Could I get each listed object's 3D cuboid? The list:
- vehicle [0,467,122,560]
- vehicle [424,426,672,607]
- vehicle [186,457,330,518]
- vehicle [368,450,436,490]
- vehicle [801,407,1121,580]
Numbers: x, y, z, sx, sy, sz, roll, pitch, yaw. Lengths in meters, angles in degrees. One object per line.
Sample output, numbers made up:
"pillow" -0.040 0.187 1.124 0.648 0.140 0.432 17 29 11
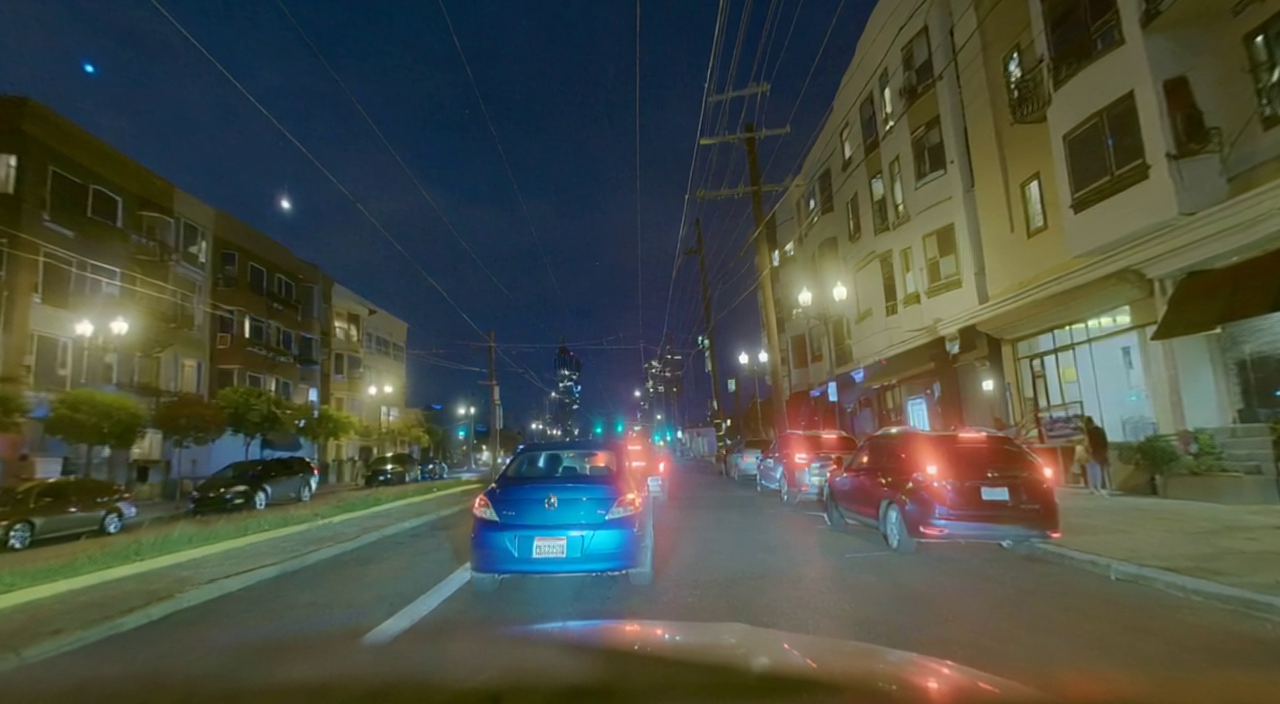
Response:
"vehicle" -11.894 2.883 10.999 1.850 1.487 4.711 -3 -8 -1
"vehicle" -0.727 1.686 7.509 2.019 1.453 4.603 0 -8 1
"vehicle" -11.881 4.190 20.055 1.868 1.491 4.367 -4 -9 1
"vehicle" -11.942 5.880 31.932 2.011 1.687 4.079 -4 -8 -2
"vehicle" 3.790 1.744 8.601 1.967 1.721 4.410 0 -8 -1
